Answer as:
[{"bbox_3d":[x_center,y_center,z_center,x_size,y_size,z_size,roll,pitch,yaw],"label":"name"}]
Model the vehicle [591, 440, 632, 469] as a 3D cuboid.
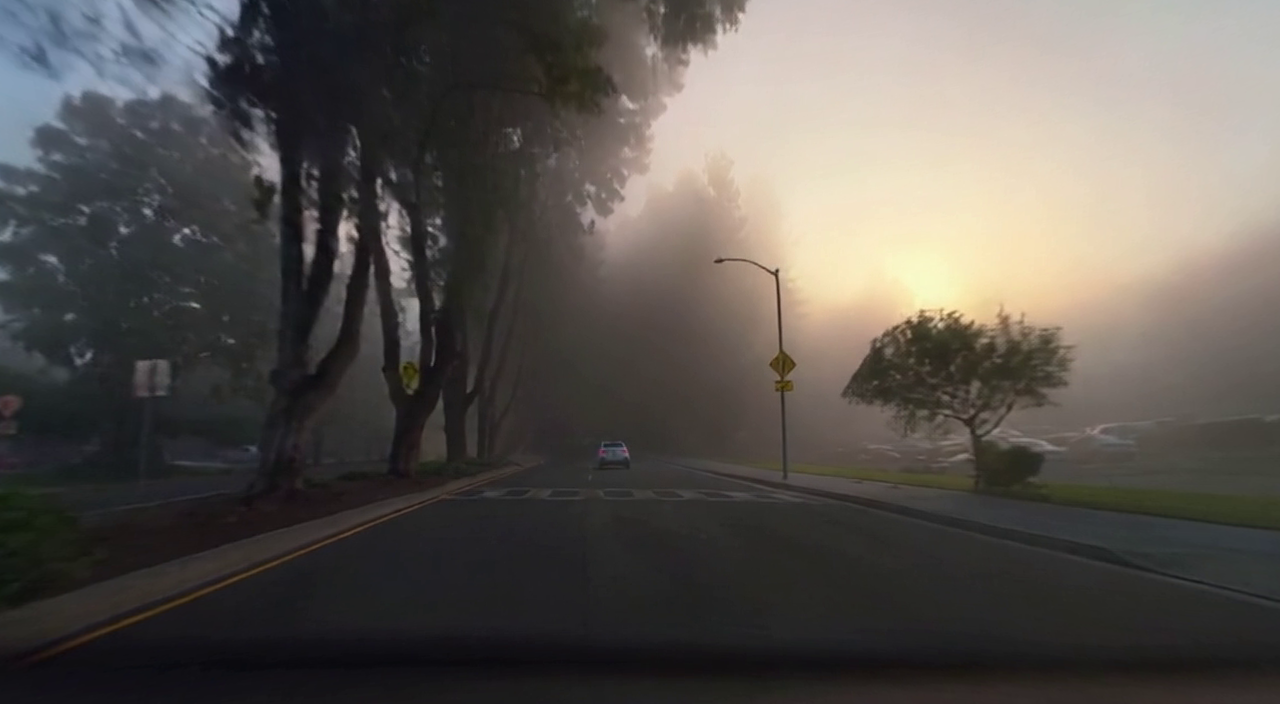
[{"bbox_3d":[-1.661,5.728,35.596,2.142,1.501,4.273,1,-8,-5],"label":"vehicle"}]
